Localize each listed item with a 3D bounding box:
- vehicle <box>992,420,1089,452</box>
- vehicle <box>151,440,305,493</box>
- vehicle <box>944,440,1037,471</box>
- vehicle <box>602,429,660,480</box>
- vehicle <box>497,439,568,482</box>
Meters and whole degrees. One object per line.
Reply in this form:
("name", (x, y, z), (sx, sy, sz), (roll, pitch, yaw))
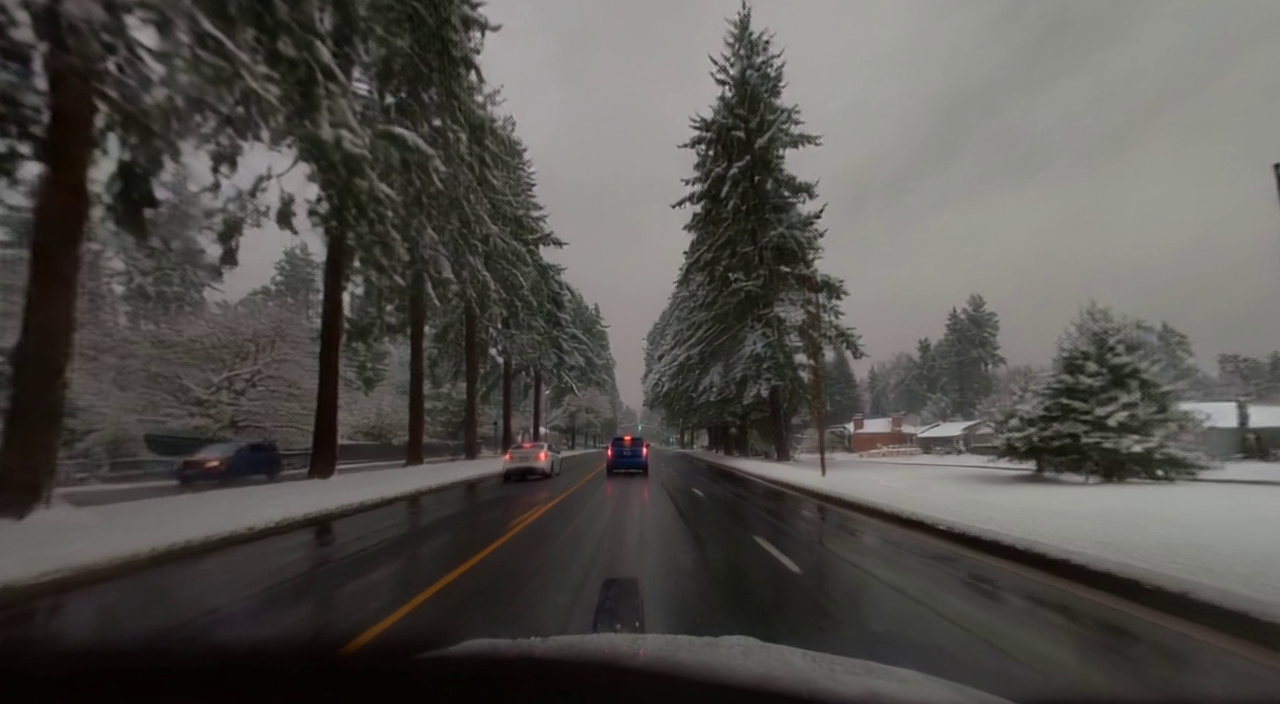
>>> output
("vehicle", (19.994, 4.214, 31.648), (3.567, 1.521, 1.879), (0, -8, -5))
("vehicle", (-16.422, 4.566, 25.736), (2.306, 1.890, 5.822), (0, -8, 0))
("vehicle", (20.875, 6.174, 37.775), (4.387, 1.752, 1.903), (0, -8, -3))
("vehicle", (-0.348, 3.848, 23.923), (2.018, 1.769, 3.897), (0, -8, -1))
("vehicle", (-3.961, 4.075, 24.020), (1.917, 1.448, 4.178), (0, -8, 1))
